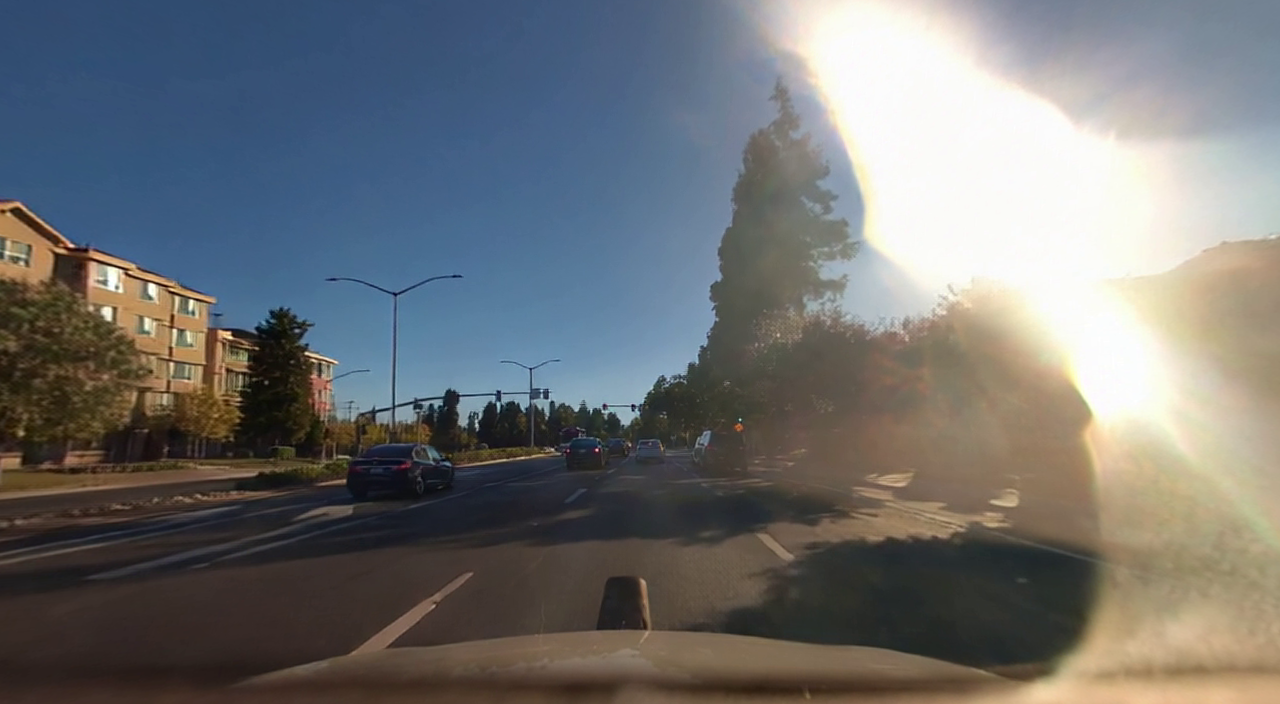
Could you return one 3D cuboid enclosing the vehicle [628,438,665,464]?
[{"bbox_3d":[0.370,5.727,36.445,2.021,1.461,3.862,0,-8,0],"label":"vehicle"}]

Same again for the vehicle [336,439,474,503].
[{"bbox_3d":[-6.031,3.089,16.824,1.926,1.465,4.620,0,-8,0],"label":"vehicle"}]

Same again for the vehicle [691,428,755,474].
[{"bbox_3d":[3.532,4.319,27.609,2.141,1.833,4.704,0,-8,0],"label":"vehicle"}]

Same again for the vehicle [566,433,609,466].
[{"bbox_3d":[-2.831,5.407,34.809,1.912,1.703,4.261,0,-8,2],"label":"vehicle"}]
